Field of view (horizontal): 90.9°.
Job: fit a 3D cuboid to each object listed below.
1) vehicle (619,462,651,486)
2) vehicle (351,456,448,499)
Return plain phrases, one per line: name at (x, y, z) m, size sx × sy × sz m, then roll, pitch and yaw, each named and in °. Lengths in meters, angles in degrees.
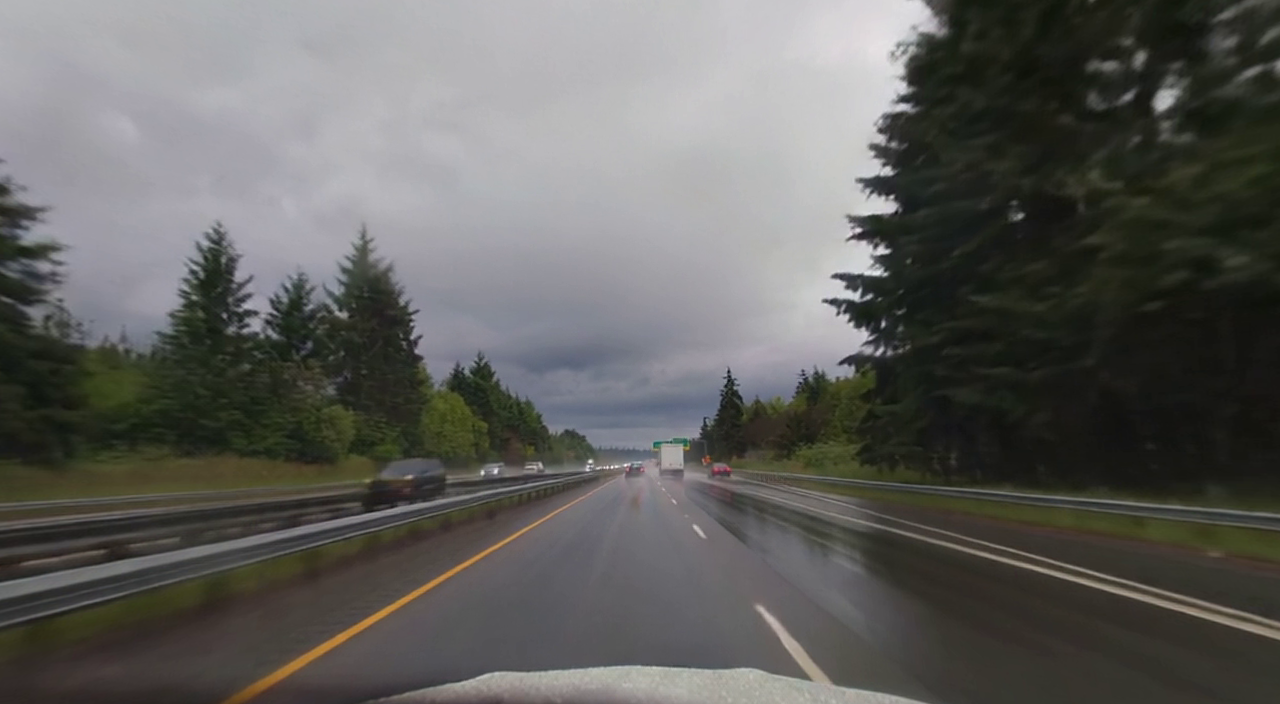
vehicle at (-0.342, 8.073, 41.837) m, size 2.025 × 1.452 × 3.927 m, roll 1°, pitch -10°, yaw -1°
vehicle at (-9.416, 4.970, 25.121) m, size 2.167 × 1.531 × 4.179 m, roll 1°, pitch -10°, yaw 0°
